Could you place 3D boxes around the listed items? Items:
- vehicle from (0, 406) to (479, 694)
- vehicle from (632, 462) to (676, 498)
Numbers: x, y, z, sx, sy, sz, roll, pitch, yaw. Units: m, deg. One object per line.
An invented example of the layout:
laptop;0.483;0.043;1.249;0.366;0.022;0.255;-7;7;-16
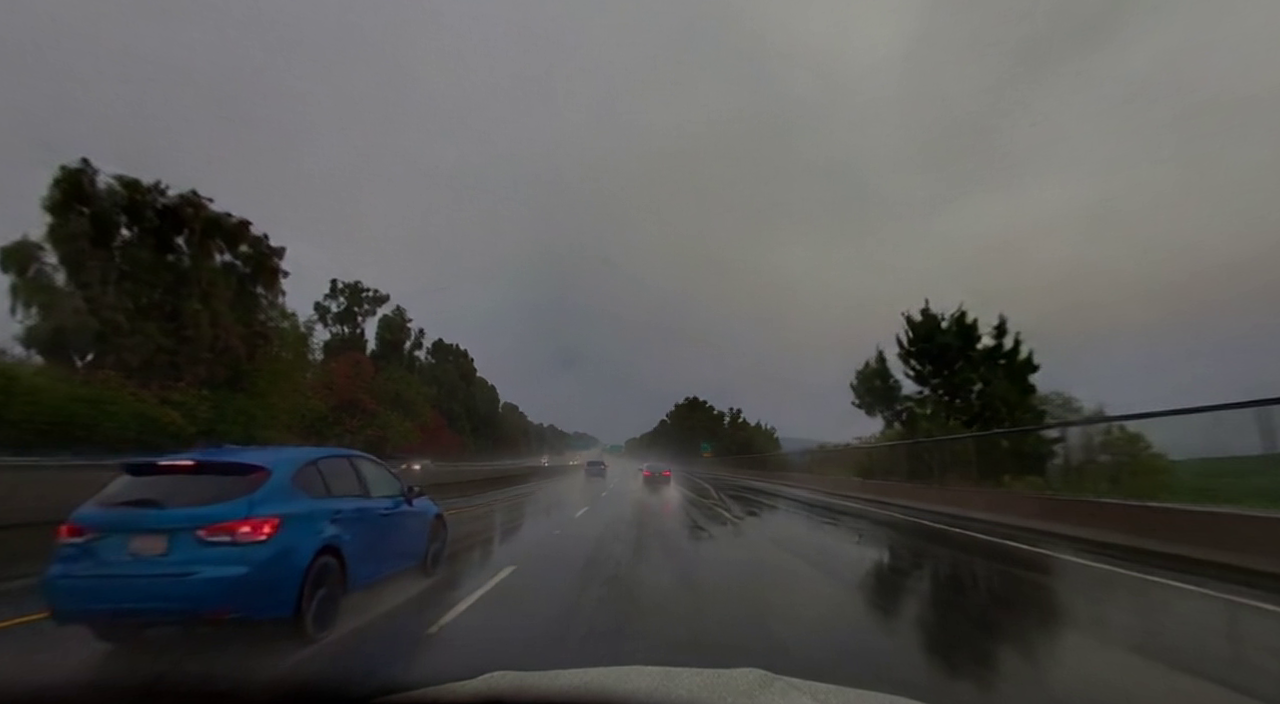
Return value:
vehicle;-3.333;1.607;6.175;2.176;1.678;4.724;0;-11;1
vehicle;0.620;6.004;29.627;1.905;1.559;3.491;1;-11;-1
